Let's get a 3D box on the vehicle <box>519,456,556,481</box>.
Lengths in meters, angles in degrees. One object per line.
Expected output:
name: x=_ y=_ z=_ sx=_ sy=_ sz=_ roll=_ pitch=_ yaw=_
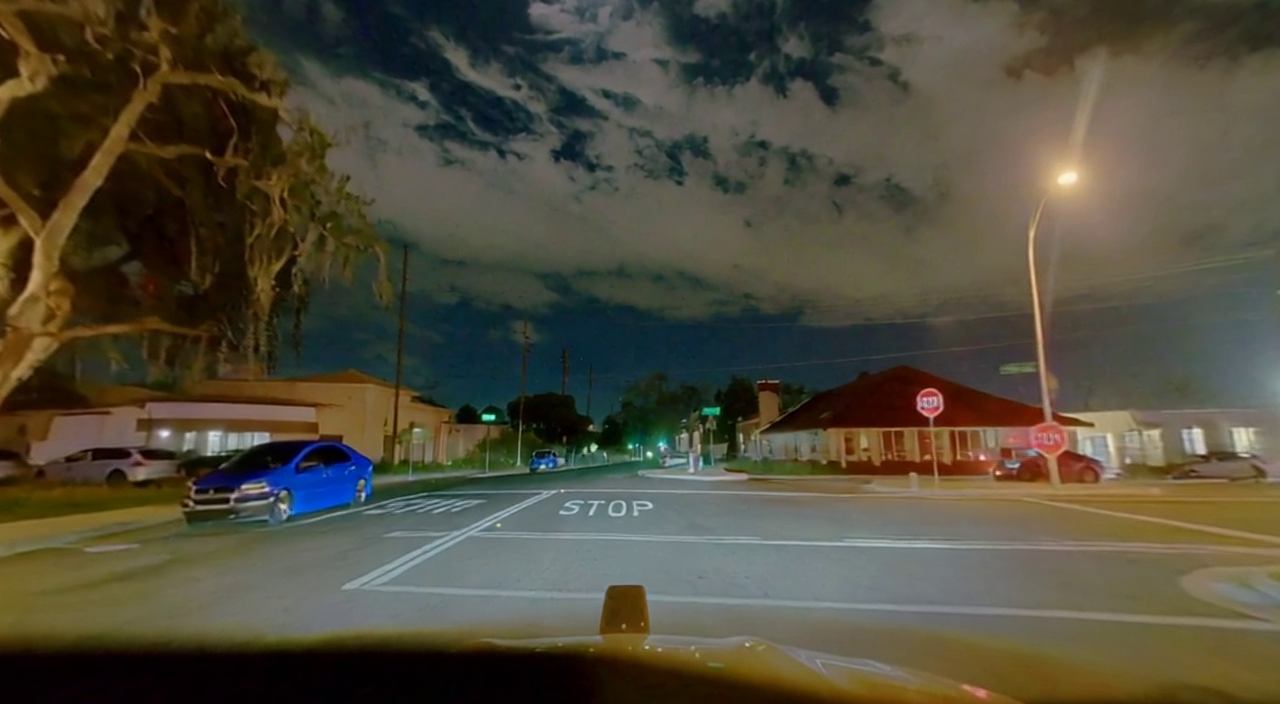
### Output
vehicle: x=-7.294 y=8.290 z=45.147 sx=1.904 sy=1.475 sz=3.784 roll=0 pitch=-6 yaw=2

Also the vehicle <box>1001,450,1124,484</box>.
vehicle: x=20.312 y=5.518 z=30.420 sx=4.528 sy=1.458 sz=1.939 roll=0 pitch=-7 yaw=0

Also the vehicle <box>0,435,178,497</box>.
vehicle: x=-16.331 y=3.191 z=17.968 sx=2.010 sy=1.583 sz=4.582 roll=-7 pitch=-11 yaw=39

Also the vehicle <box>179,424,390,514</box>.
vehicle: x=-7.504 y=2.572 z=14.092 sx=2.156 sy=1.620 sz=4.945 roll=1 pitch=-10 yaw=-5

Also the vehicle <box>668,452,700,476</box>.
vehicle: x=2.841 y=7.356 z=41.637 sx=1.851 sy=1.471 sz=4.372 roll=0 pitch=-8 yaw=0

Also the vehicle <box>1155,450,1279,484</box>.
vehicle: x=27.805 y=5.505 z=30.304 sx=4.323 sy=1.507 sz=1.896 roll=0 pitch=-8 yaw=1
